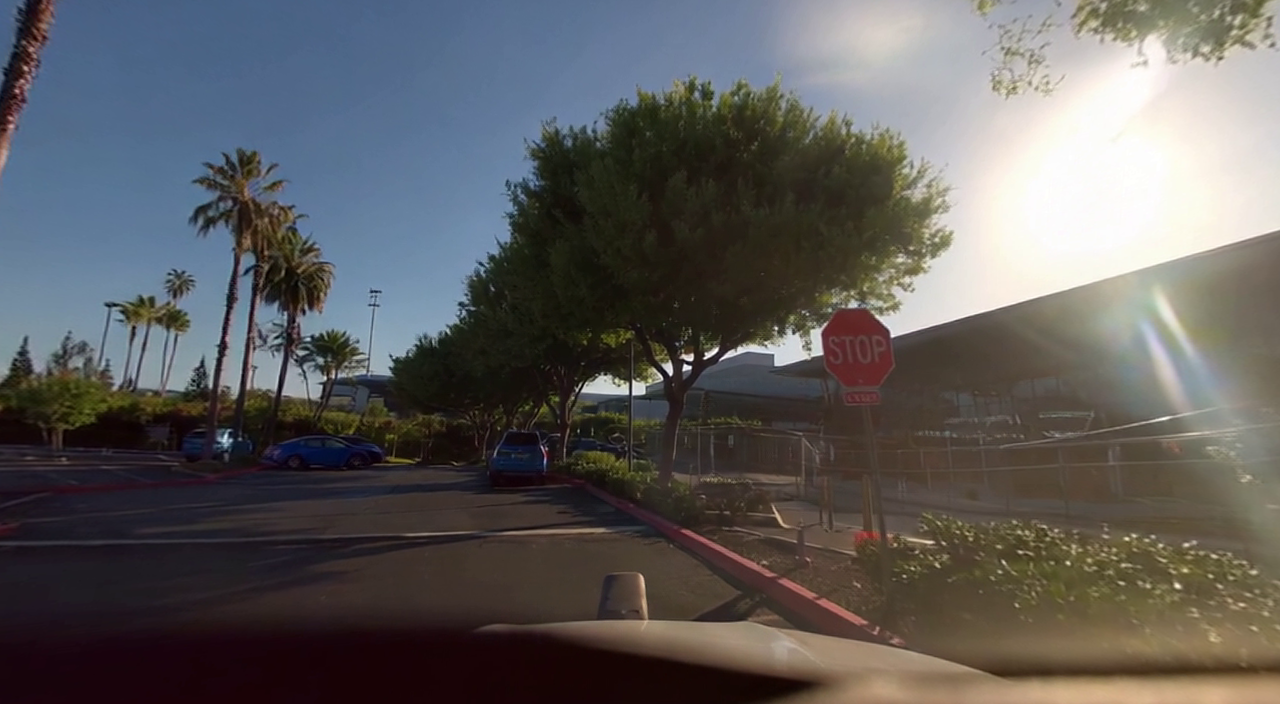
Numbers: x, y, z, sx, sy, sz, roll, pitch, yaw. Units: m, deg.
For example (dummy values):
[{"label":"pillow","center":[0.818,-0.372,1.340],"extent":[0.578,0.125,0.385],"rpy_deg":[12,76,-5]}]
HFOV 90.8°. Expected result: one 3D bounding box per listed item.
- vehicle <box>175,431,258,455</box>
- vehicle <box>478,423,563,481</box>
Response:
[{"label":"vehicle","center":[-28.412,6.136,42.558],"extent":[4.457,1.552,1.748],"rpy_deg":[5,-10,-32]},{"label":"vehicle","center":[-4.060,3.290,20.926],"extent":[2.071,1.700,4.367],"rpy_deg":[3,-9,-19]}]
